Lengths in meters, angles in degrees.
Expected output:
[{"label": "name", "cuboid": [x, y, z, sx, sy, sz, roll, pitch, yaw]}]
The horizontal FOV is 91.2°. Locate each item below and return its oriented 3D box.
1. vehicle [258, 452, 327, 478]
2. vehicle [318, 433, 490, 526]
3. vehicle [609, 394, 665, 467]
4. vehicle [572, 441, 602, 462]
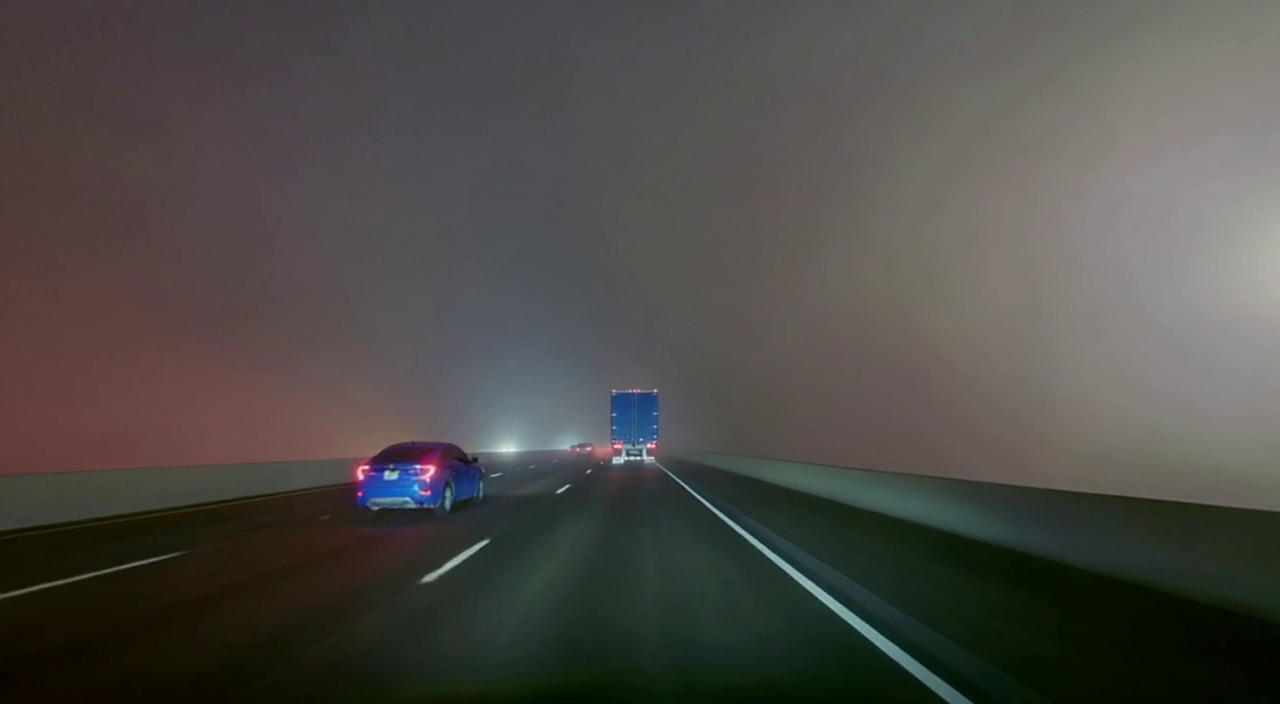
[{"label": "vehicle", "cuboid": [-21.391, 6.963, 38.795, 1.784, 1.485, 4.381, 0, -9, -1]}, {"label": "vehicle", "cuboid": [-4.333, 2.392, 12.240, 1.895, 1.500, 3.808, 0, -9, 0]}, {"label": "vehicle", "cuboid": [-0.257, 5.216, 40.506, 3.123, 4.094, 10.812, 0, -9, -1]}, {"label": "vehicle", "cuboid": [-4.152, 7.831, 49.401, 2.006, 1.572, 4.082, 0, -9, 0]}]
